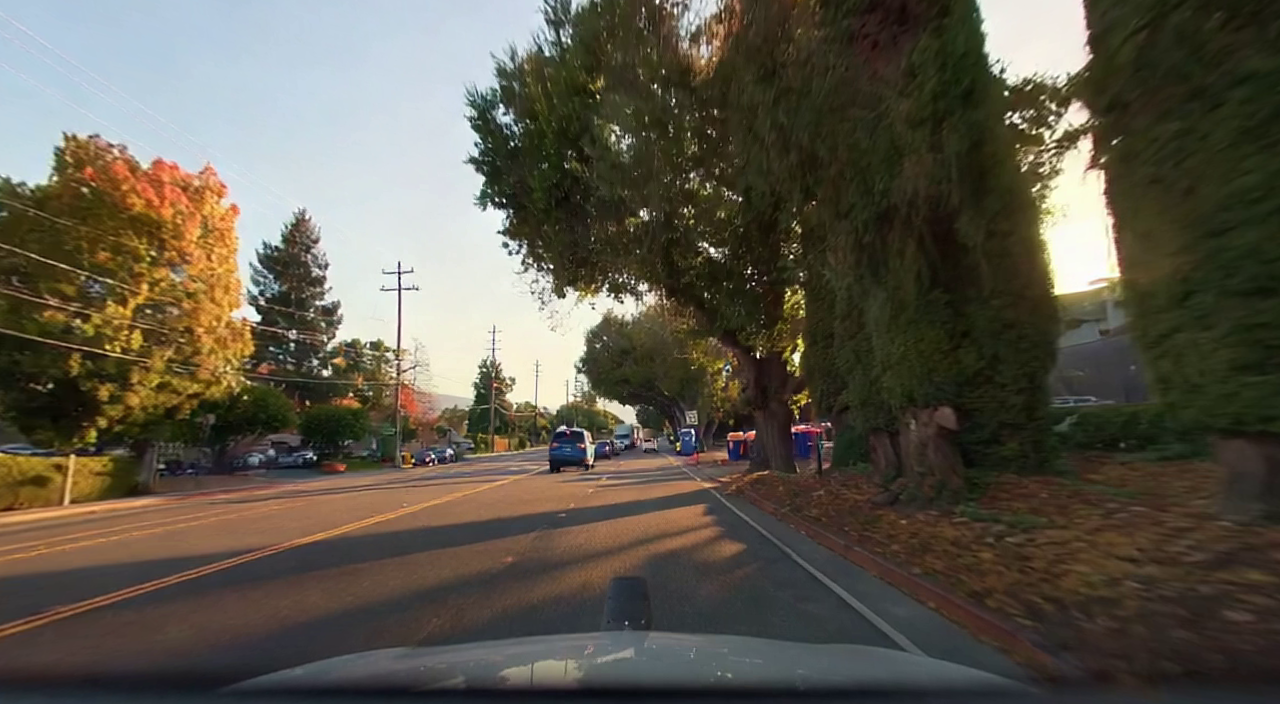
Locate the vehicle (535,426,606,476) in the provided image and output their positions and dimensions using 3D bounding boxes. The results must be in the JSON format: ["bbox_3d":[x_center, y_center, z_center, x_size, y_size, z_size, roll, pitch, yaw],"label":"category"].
[{"bbox_3d":[-2.733,4.070,26.095,2.180,1.818,5.117,0,-8,2],"label":"vehicle"}]
